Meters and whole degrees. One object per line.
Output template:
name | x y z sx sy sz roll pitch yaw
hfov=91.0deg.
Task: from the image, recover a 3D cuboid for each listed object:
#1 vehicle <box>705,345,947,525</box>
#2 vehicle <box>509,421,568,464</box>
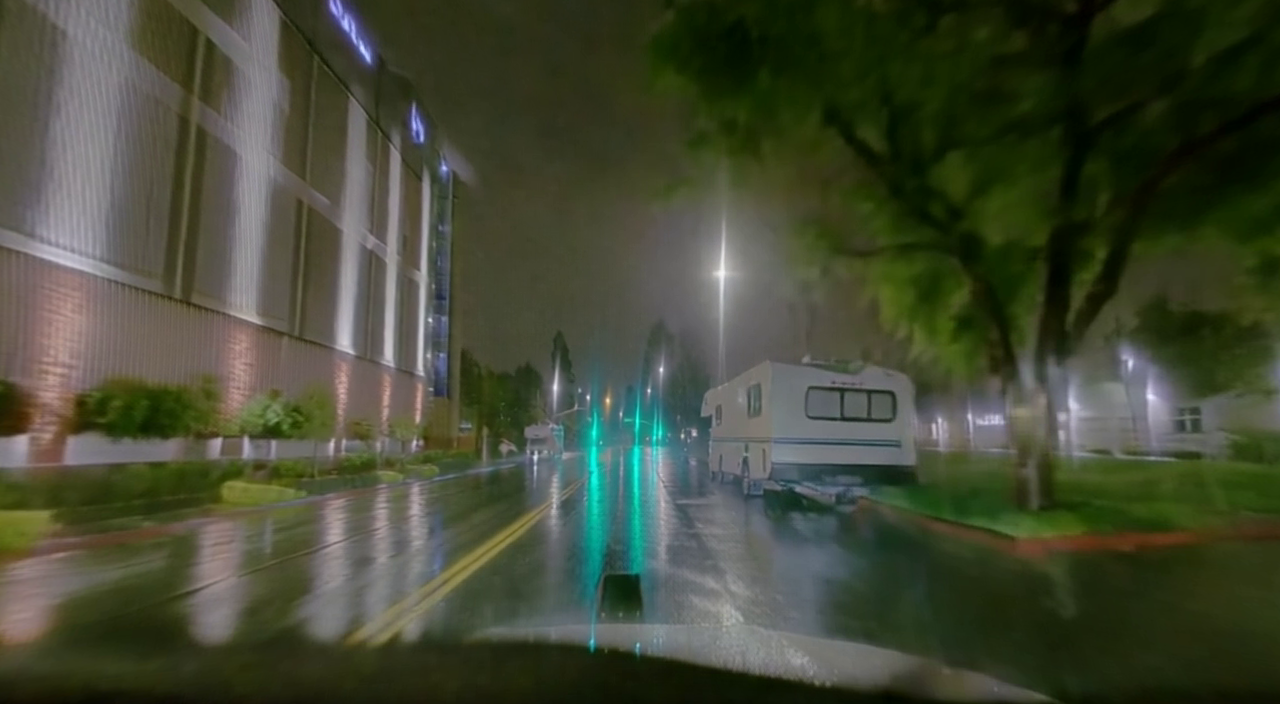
vehicle | 3.716 2.006 15.468 3.074 3.099 8.805 1 -7 -1
vehicle | -7.122 6.487 45.463 3.108 2.771 7.999 0 -8 -1
